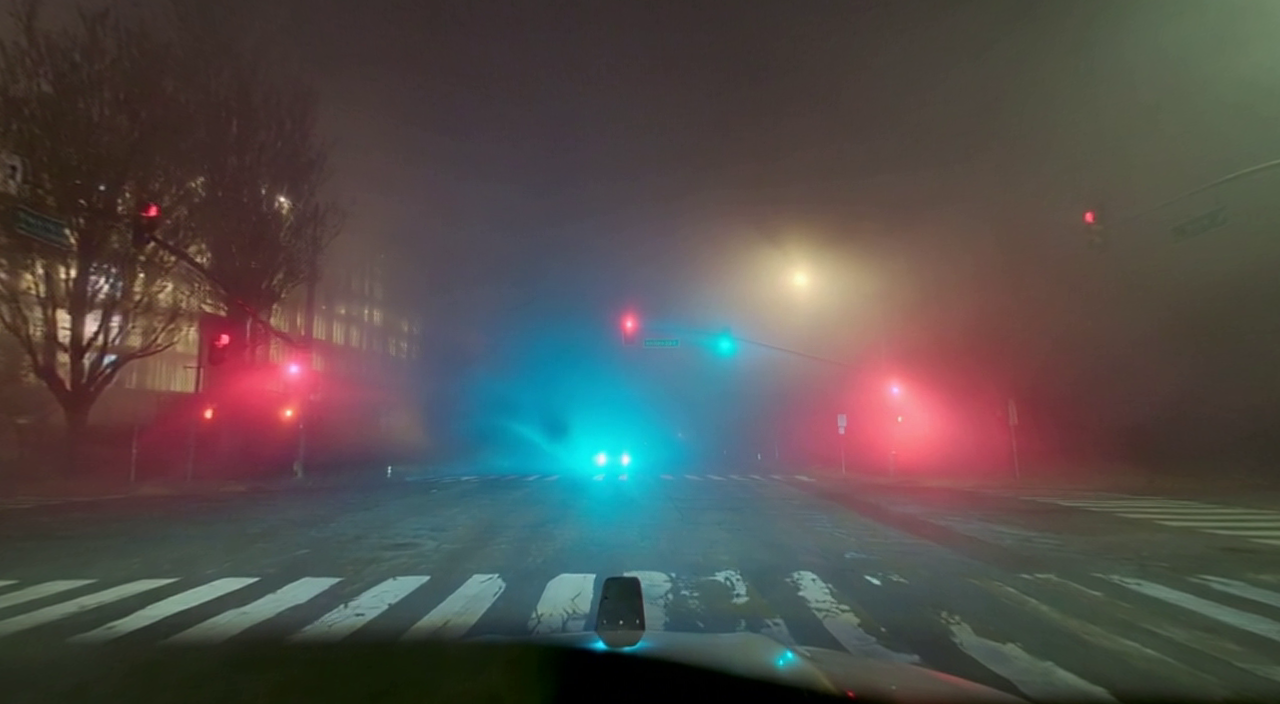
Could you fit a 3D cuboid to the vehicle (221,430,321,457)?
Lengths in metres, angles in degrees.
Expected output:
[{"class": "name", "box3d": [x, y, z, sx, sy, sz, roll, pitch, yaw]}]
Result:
[{"class": "vehicle", "box3d": [-22.396, 5.570, 38.512, 4.765, 1.593, 1.891, 1, -9, -7]}]
